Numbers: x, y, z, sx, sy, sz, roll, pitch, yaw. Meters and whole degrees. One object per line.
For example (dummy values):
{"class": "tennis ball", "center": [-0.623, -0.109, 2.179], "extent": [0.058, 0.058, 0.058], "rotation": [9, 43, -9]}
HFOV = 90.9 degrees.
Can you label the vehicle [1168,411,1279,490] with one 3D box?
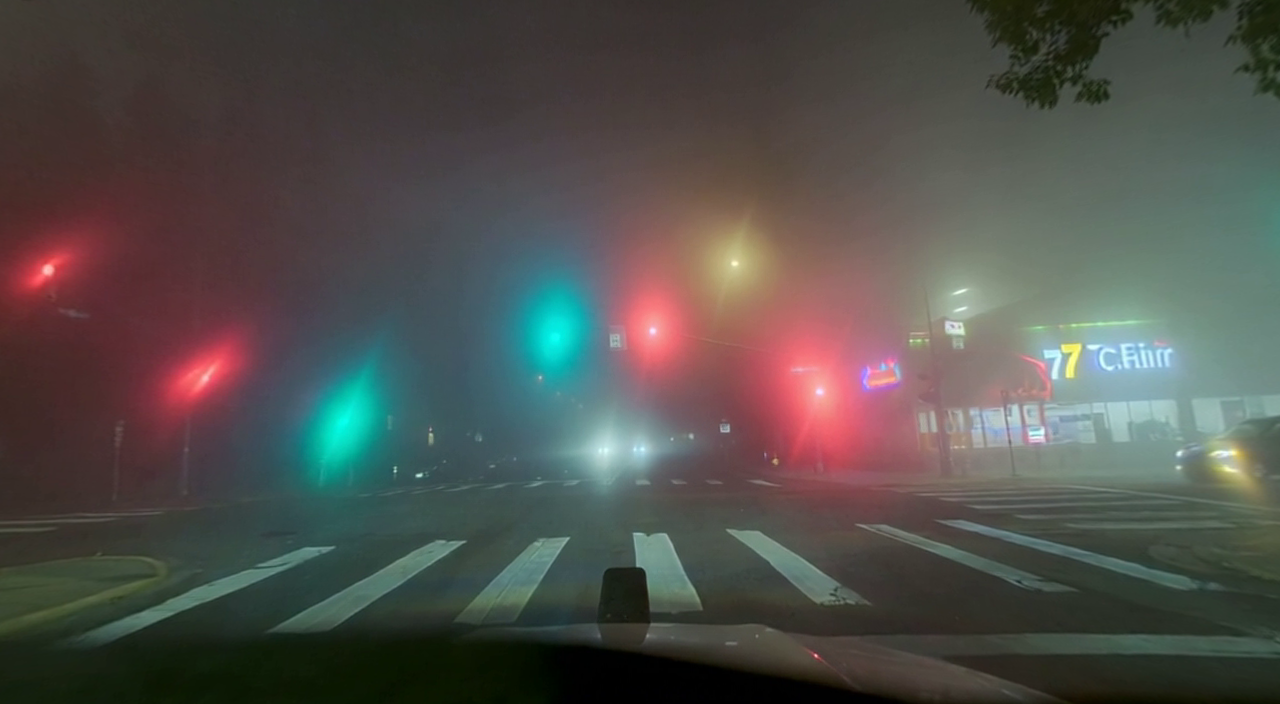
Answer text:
{"class": "vehicle", "center": [16.343, 2.403, 15.494], "extent": [4.836, 1.795, 1.957], "rotation": [0, -8, 0]}
